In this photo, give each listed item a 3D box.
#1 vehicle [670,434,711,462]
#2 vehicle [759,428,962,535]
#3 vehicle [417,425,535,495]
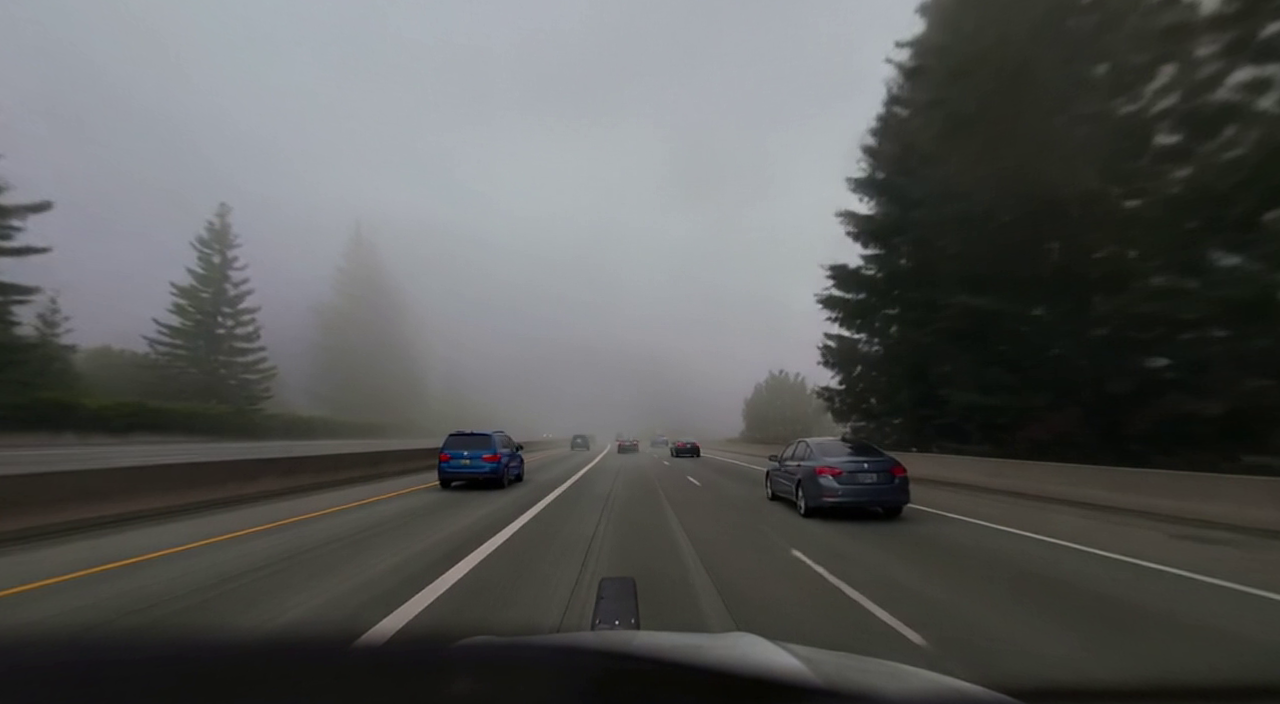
[{"bbox_3d":[2.835,5.483,36.173,1.883,1.536,3.792,1,-8,-3],"label":"vehicle"},{"bbox_3d":[3.500,2.097,10.917,1.986,1.488,3.867,0,-8,-2],"label":"vehicle"},{"bbox_3d":[-3.958,2.672,16.007,1.941,1.529,4.111,0,-8,-1],"label":"vehicle"}]
